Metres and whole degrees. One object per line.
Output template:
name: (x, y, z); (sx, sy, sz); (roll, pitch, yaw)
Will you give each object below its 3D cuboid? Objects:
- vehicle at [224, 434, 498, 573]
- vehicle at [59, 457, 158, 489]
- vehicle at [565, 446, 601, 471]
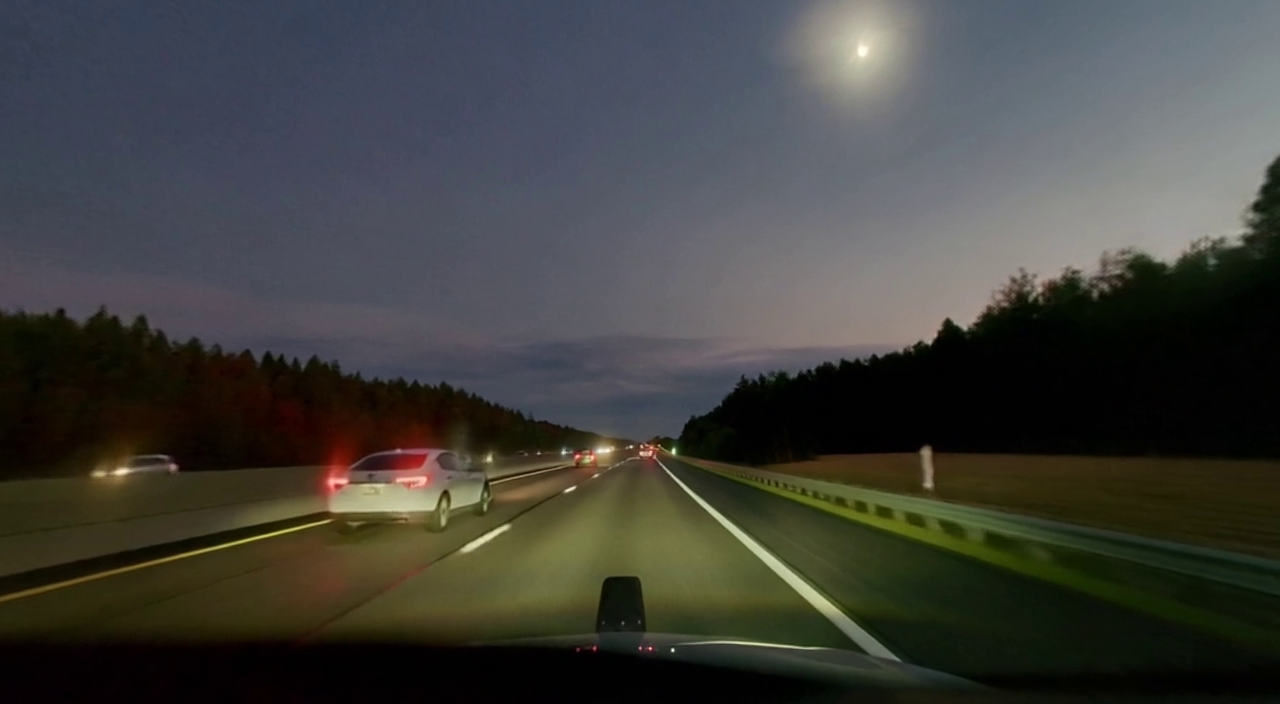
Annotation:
vehicle: (-3.506, 1.970, 8.956); (1.970, 1.483, 4.097); (0, -9, 1)
vehicle: (-26.573, 6.031, 31.682); (1.697, 1.495, 3.700); (0, -9, 0)
vehicle: (-3.995, 7.538, 44.745); (2.095, 1.664, 4.305); (0, -9, 0)
